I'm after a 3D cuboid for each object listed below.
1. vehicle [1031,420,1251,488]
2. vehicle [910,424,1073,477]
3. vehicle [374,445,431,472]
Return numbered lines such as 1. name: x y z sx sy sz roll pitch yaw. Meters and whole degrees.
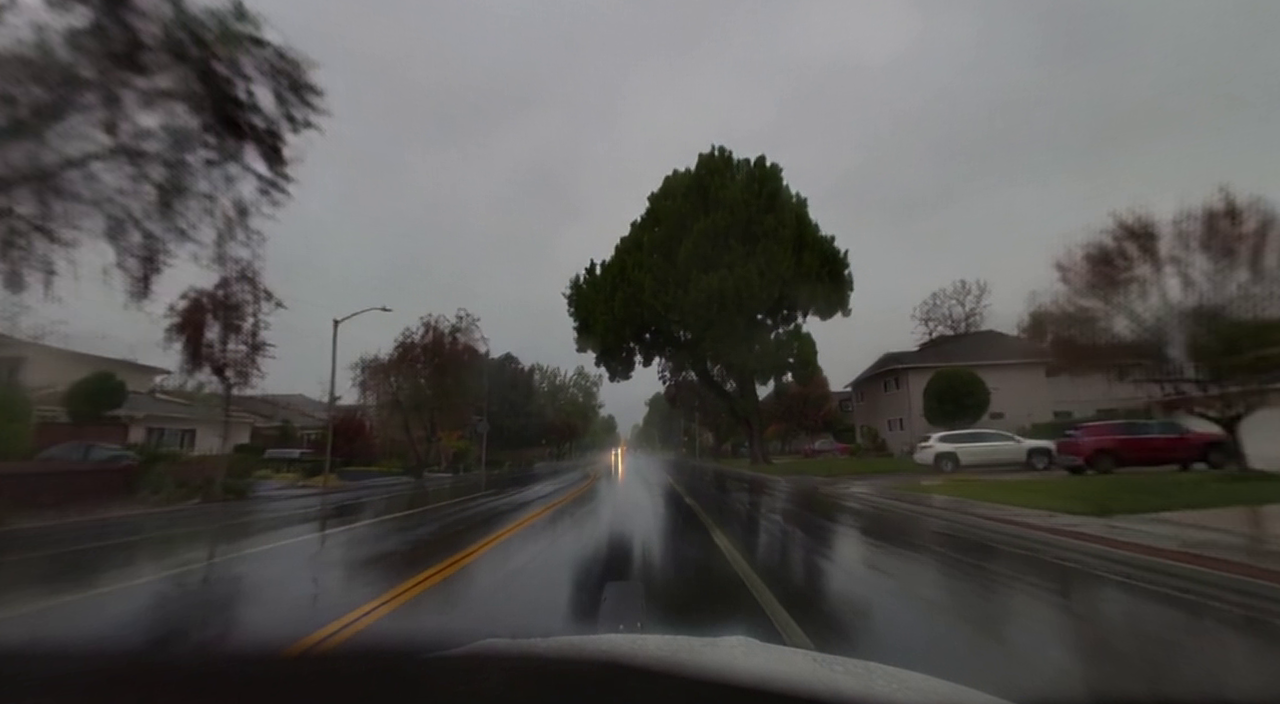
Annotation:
1. vehicle: 14.827 3.036 19.013 4.652 1.871 2.097 -1 -9 7
2. vehicle: 13.335 3.778 24.284 4.912 1.895 2.047 -1 -9 6
3. vehicle: -18.227 8.176 48.807 2.161 1.873 5.514 0 -9 0
